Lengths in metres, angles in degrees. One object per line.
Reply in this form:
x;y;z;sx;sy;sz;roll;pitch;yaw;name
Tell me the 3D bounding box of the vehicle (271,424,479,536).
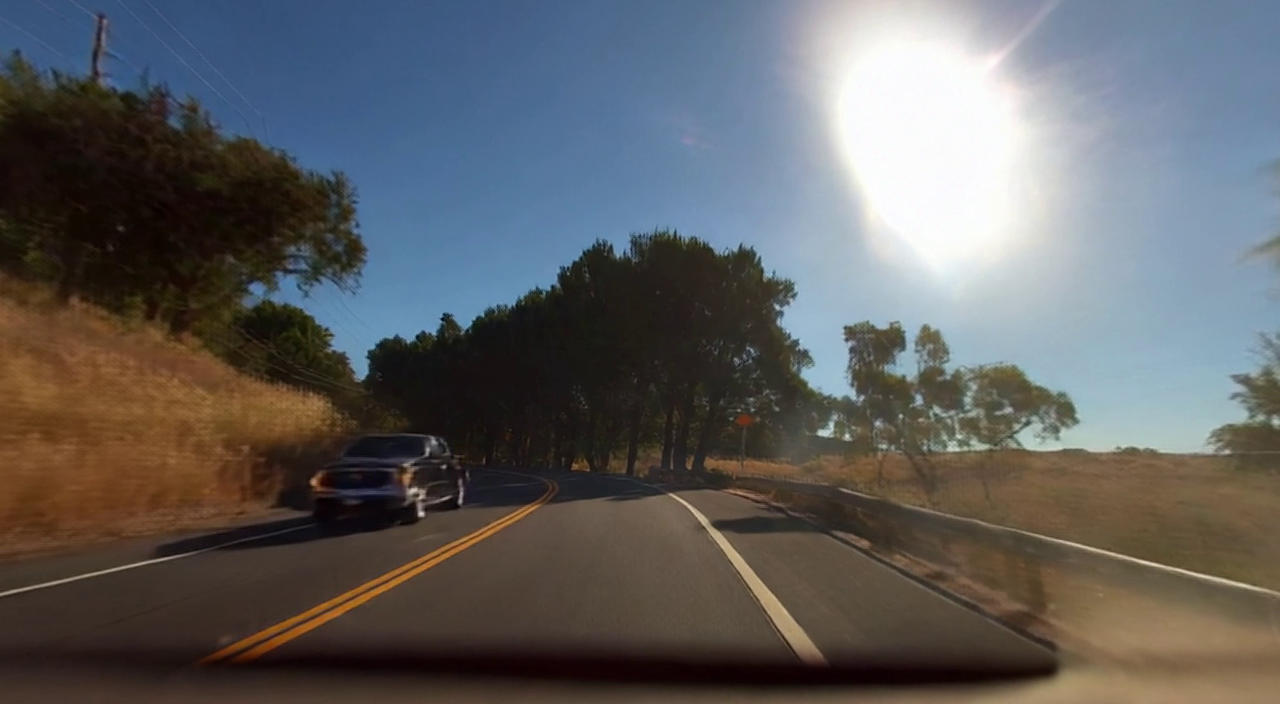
-5.481;2.718;14.235;2.546;1.975;5.702;0;-8;-4;vehicle
